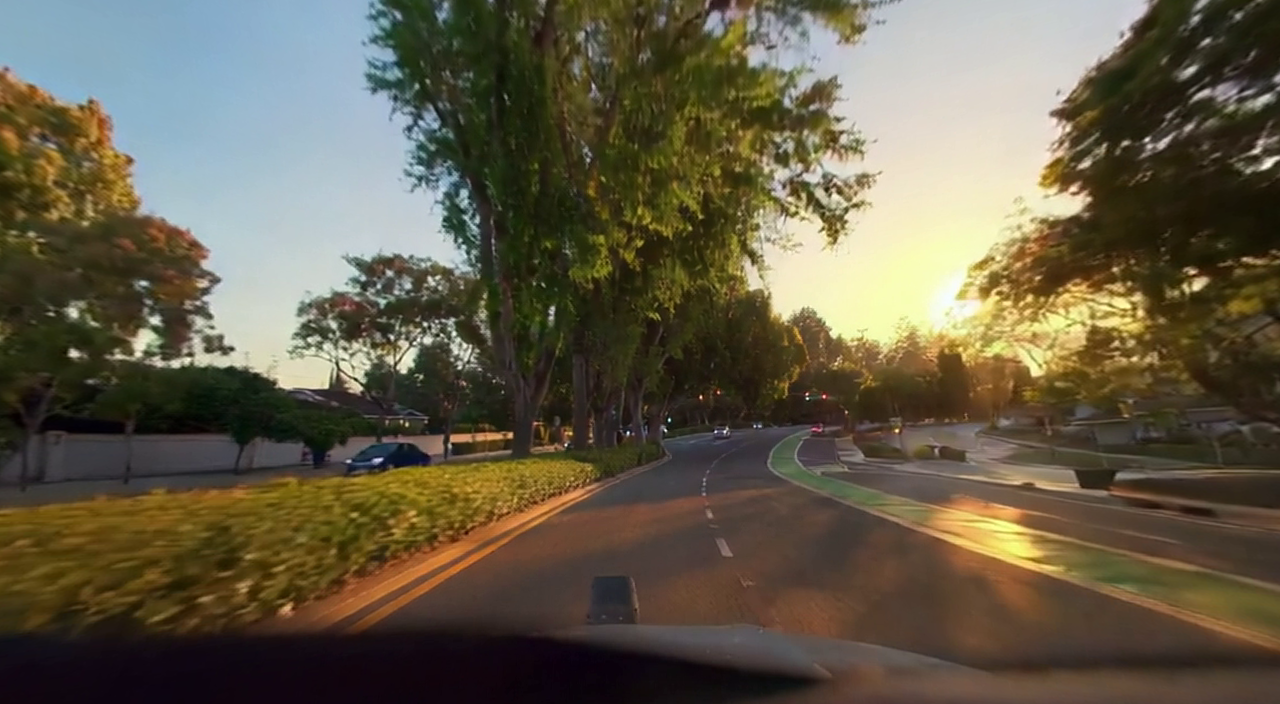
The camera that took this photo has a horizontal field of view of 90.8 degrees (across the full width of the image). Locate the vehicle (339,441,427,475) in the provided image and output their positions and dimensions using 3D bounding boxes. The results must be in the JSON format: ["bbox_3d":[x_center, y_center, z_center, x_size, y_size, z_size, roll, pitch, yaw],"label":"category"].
[{"bbox_3d":[-13.012,5.406,32.417,2.061,1.559,4.729,-1,-9,7],"label":"vehicle"}]
